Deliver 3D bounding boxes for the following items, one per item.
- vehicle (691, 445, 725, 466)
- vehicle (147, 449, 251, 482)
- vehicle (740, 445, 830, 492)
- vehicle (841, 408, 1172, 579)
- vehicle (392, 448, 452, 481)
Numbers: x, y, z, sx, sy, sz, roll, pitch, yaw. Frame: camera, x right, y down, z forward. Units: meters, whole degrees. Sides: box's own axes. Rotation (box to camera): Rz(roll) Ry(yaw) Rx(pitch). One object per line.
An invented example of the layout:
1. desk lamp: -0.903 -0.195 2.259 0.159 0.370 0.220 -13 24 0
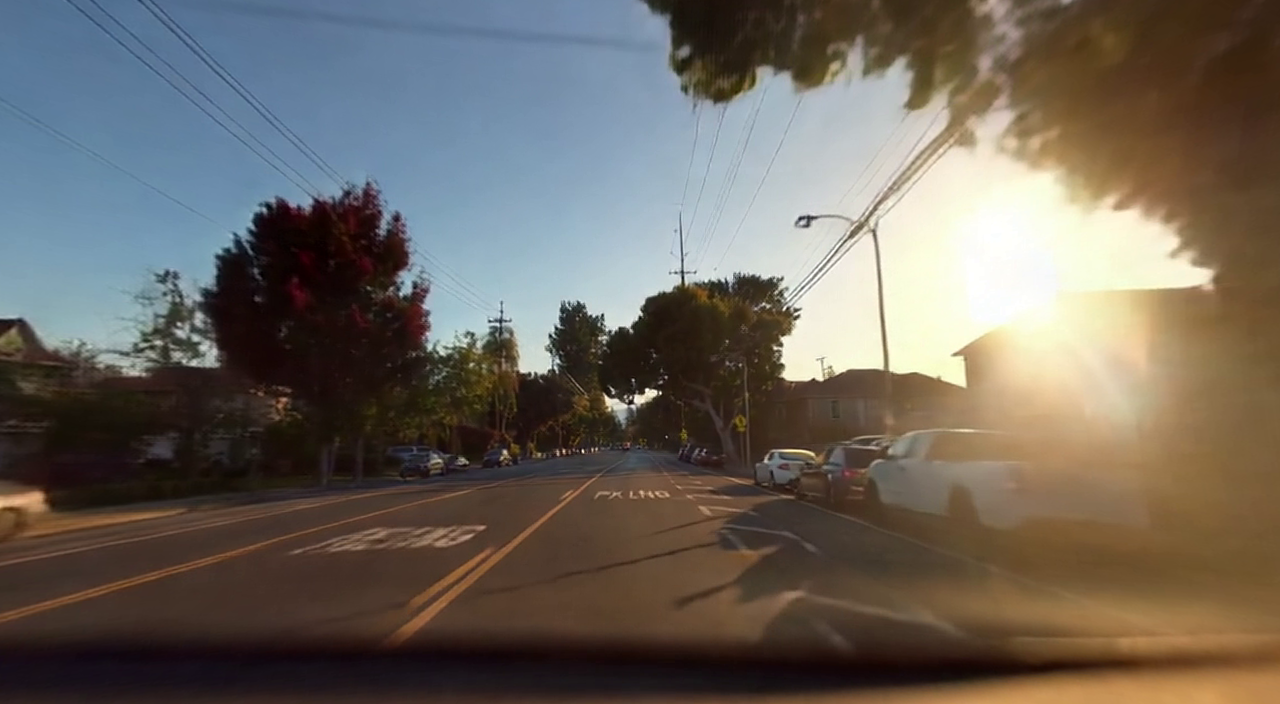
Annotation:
1. vehicle: 4.965 7.656 46.637 1.924 1.471 4.259 0 -8 -2
2. vehicle: -22.229 5.720 31.823 3.745 1.598 1.927 1 -8 -3
3. vehicle: 5.025 4.080 22.496 2.022 1.464 4.462 0 -8 -2
4. vehicle: 4.951 1.962 9.611 2.123 1.928 4.752 0 -8 0
5. vehicle: -12.391 6.408 36.042 1.999 1.650 4.381 -3 -9 -1
